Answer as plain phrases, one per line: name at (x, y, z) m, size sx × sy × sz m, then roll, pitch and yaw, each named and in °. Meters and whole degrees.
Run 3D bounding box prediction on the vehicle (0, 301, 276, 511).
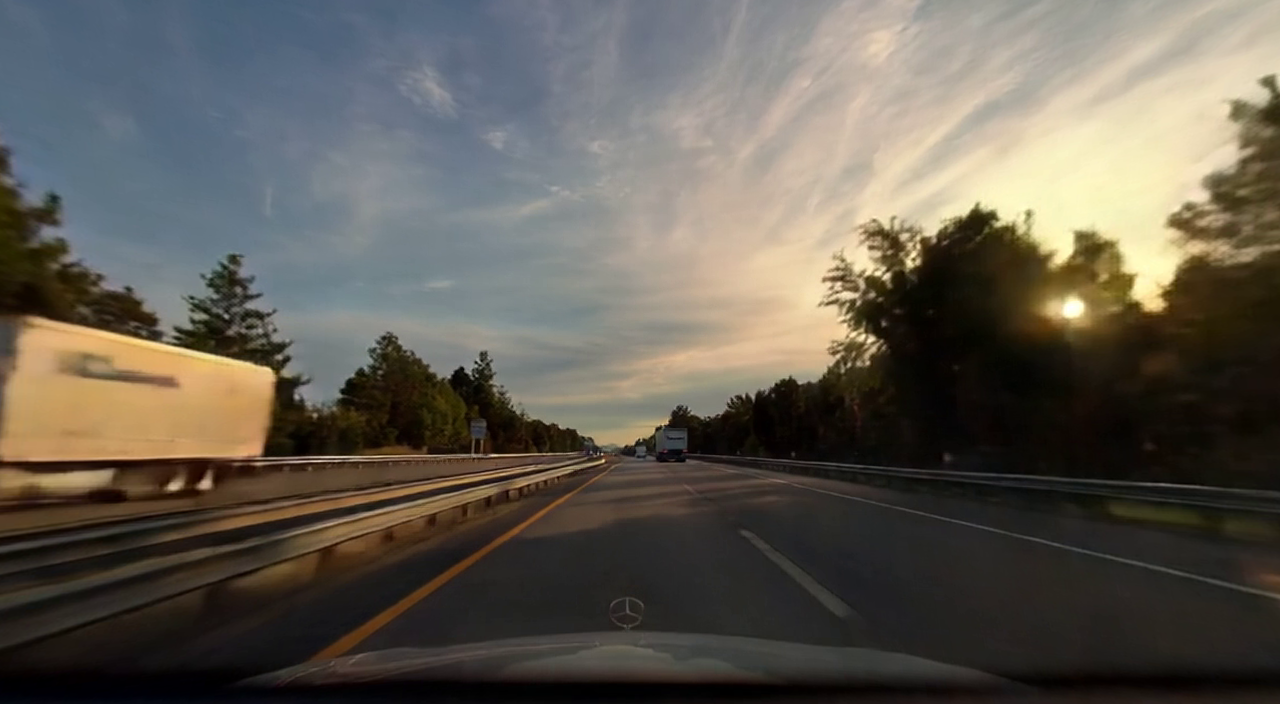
vehicle at (-13.464, 1.595, 15.481) m, size 3.001 × 3.888 × 9.974 m, roll 0°, pitch -9°, yaw 0°
